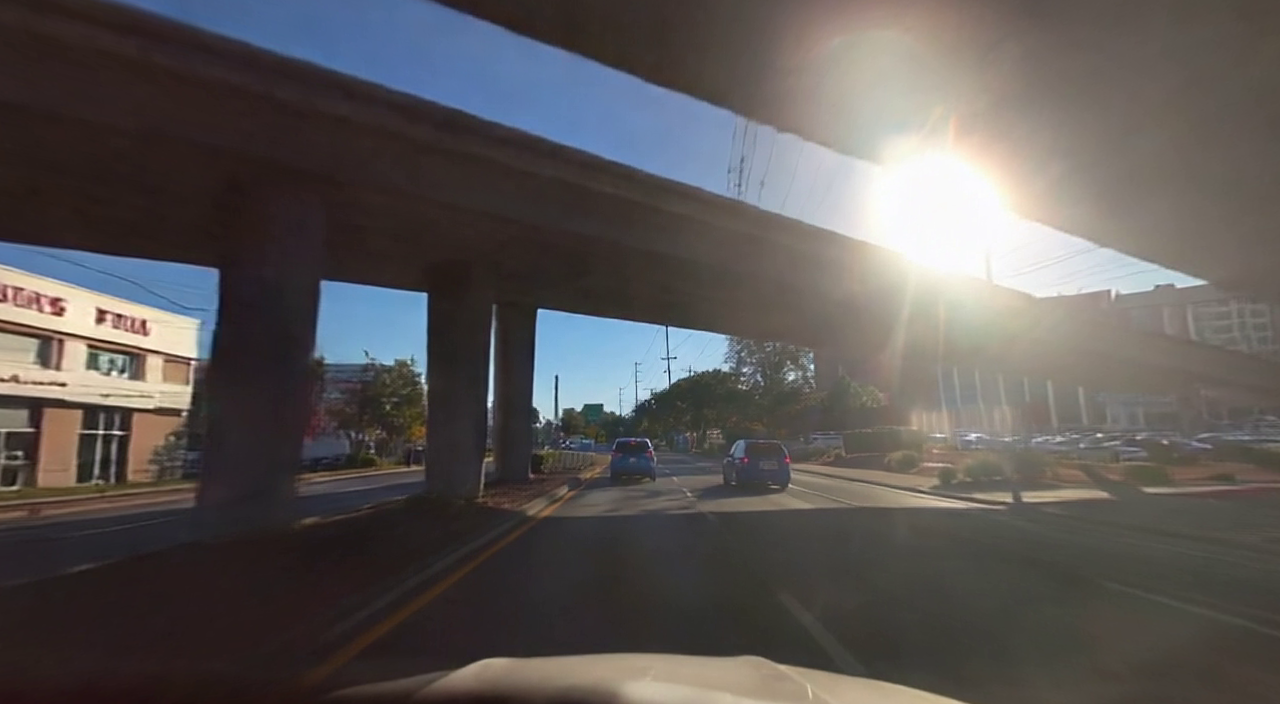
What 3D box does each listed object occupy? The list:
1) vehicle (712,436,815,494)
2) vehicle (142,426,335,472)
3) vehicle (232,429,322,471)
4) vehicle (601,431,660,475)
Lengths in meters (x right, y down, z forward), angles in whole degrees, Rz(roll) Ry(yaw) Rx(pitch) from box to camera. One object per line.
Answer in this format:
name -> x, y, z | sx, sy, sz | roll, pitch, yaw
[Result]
vehicle -> 3.481, 3.282, 18.705 | 1.954, 1.479, 4.557 | 0, -8, -2
vehicle -> -28.112, 6.817, 44.744 | 11.007, 2.864, 3.115 | 0, -7, -11
vehicle -> -24.111, 6.490, 42.043 | 4.412, 2.662, 2.544 | 1, -9, -10
vehicle -> -0.388, 4.541, 28.625 | 2.441, 1.813, 4.581 | 0, -8, 0
